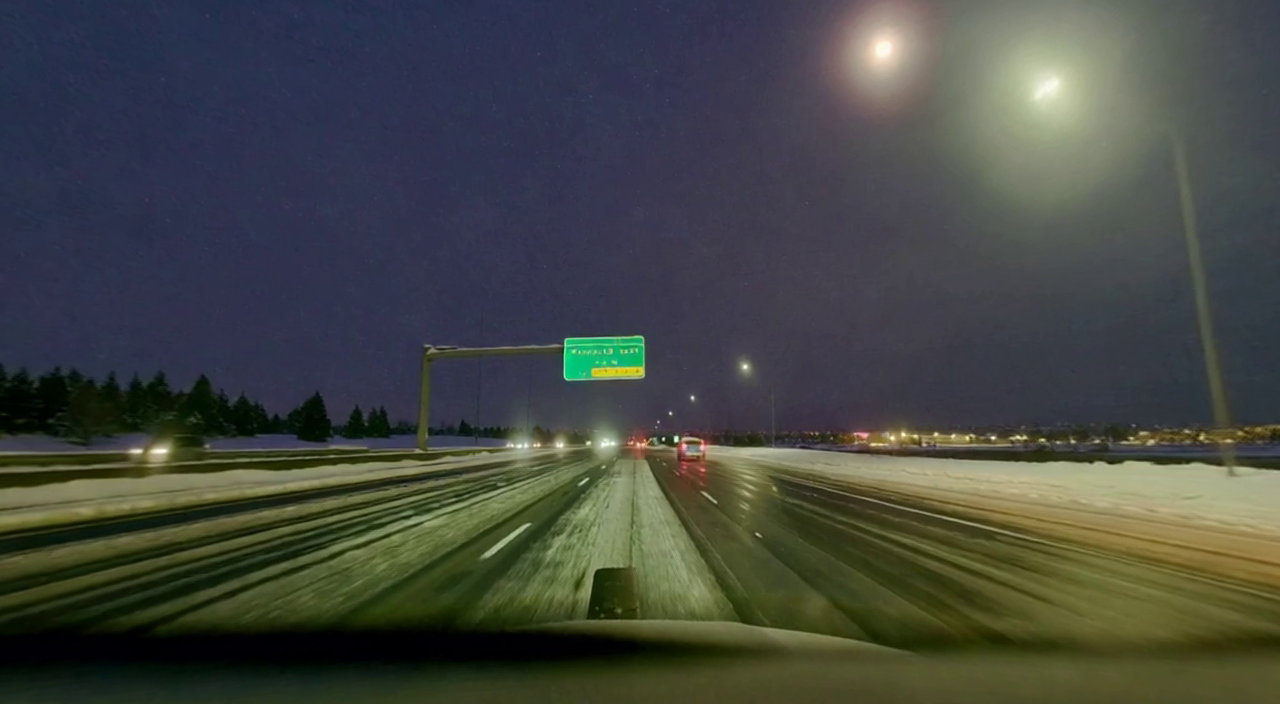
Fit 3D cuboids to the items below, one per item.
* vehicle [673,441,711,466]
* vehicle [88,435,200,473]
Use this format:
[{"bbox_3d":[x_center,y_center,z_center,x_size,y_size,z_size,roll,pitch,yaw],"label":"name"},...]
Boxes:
[{"bbox_3d":[3.286,6.468,40.492,2.000,1.533,3.770,0,-8,-1],"label":"vehicle"},{"bbox_3d":[-22.791,4.680,29.250,2.124,1.610,3.846,1,-8,-3],"label":"vehicle"}]
